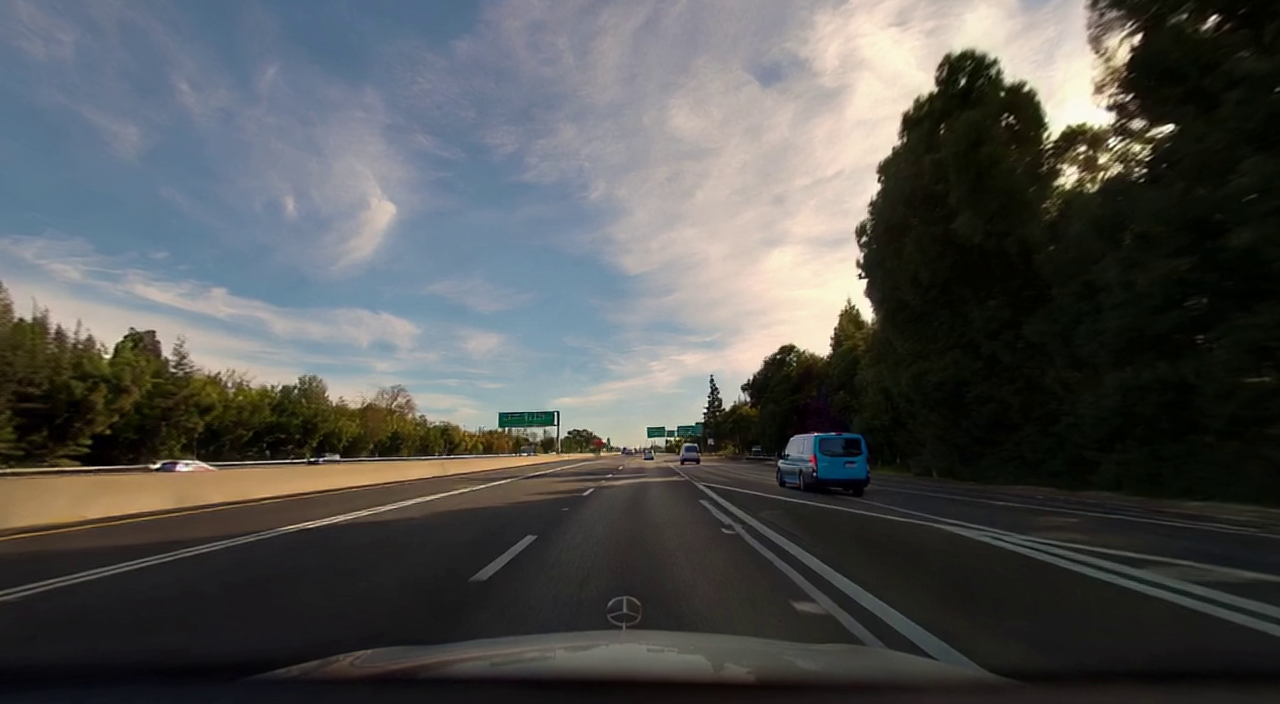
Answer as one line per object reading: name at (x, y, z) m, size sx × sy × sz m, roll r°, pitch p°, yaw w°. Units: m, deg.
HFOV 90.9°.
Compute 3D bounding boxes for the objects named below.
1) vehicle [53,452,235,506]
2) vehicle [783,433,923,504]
vehicle at (-15.279, 3.898, 19.850) m, size 1.903 × 1.486 × 4.666 m, roll 0°, pitch -9°, yaw 1°
vehicle at (6.032, 3.343, 18.519) m, size 1.971 × 1.795 × 4.389 m, roll 2°, pitch -9°, yaw -10°
